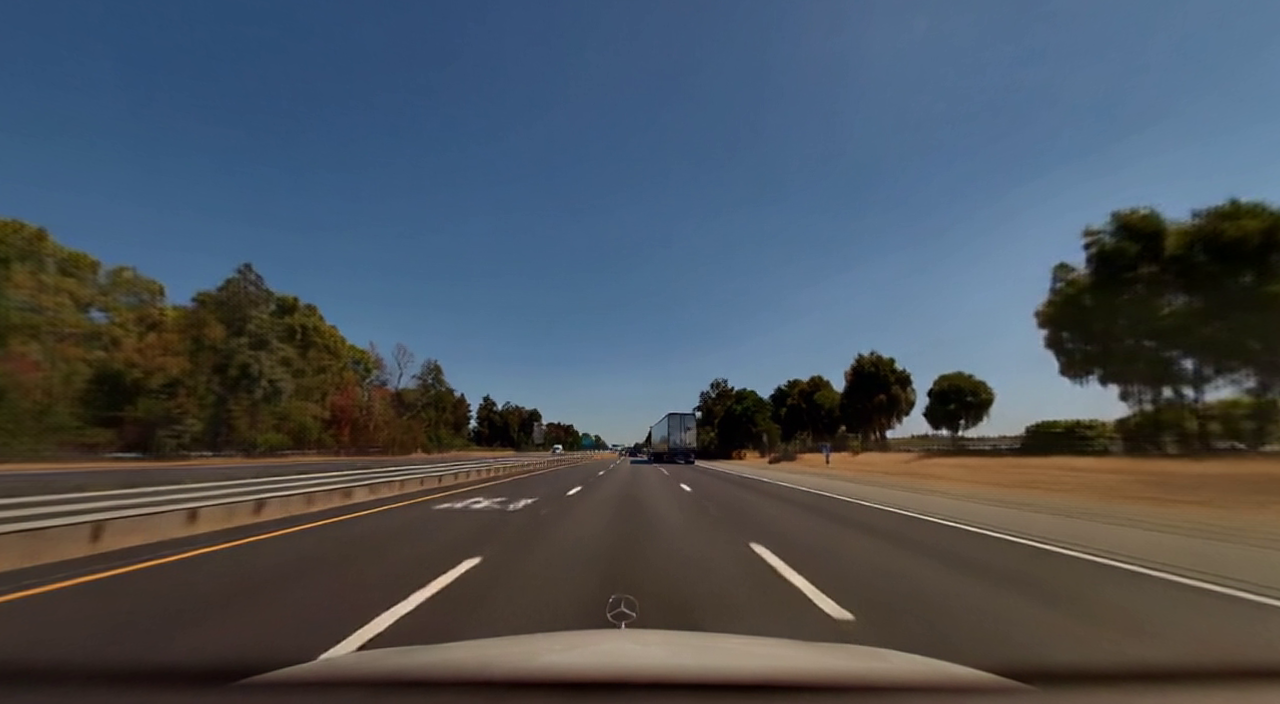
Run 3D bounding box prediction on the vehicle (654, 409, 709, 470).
[{"bbox_3d":[2.983,6.992,49.579,3.279,4.165,13.149,0,-9,-1],"label":"vehicle"}]
